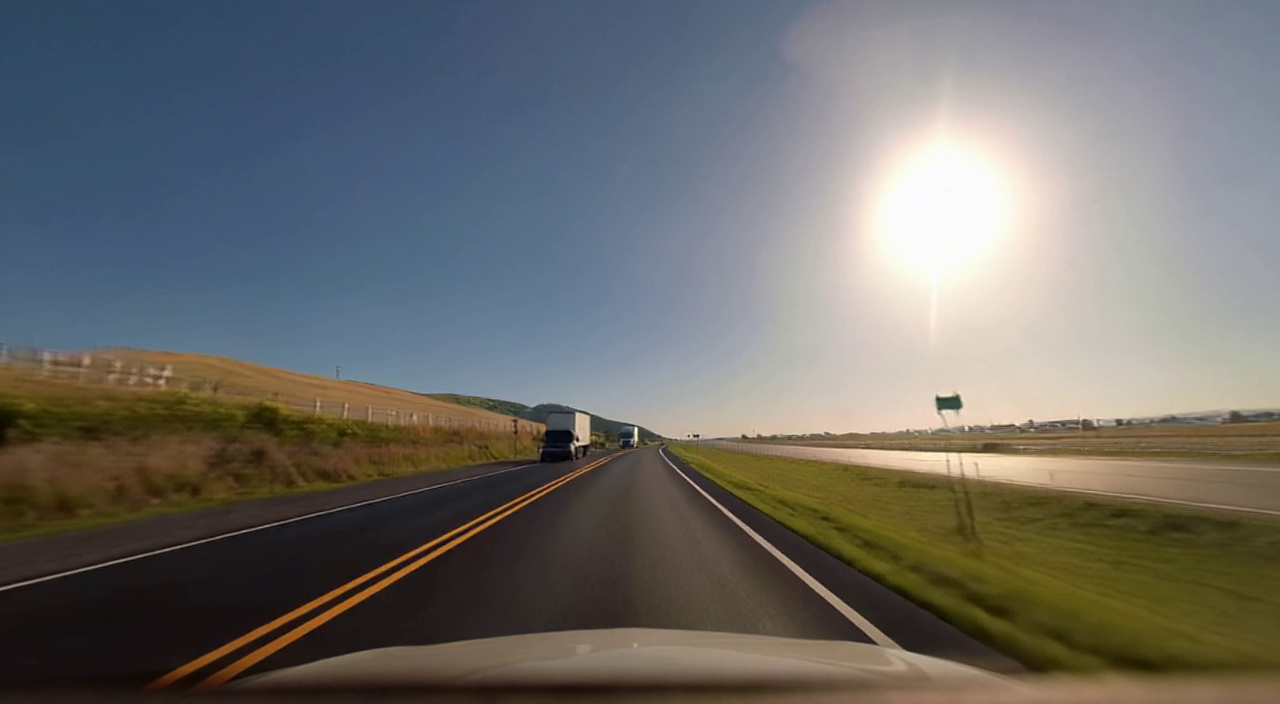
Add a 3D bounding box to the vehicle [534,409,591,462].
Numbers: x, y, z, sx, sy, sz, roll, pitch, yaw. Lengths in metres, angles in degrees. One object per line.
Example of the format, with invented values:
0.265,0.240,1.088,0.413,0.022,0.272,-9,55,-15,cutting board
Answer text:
-5.418,6.102,45.664,2.751,3.436,8.990,-1,-8,2,vehicle
